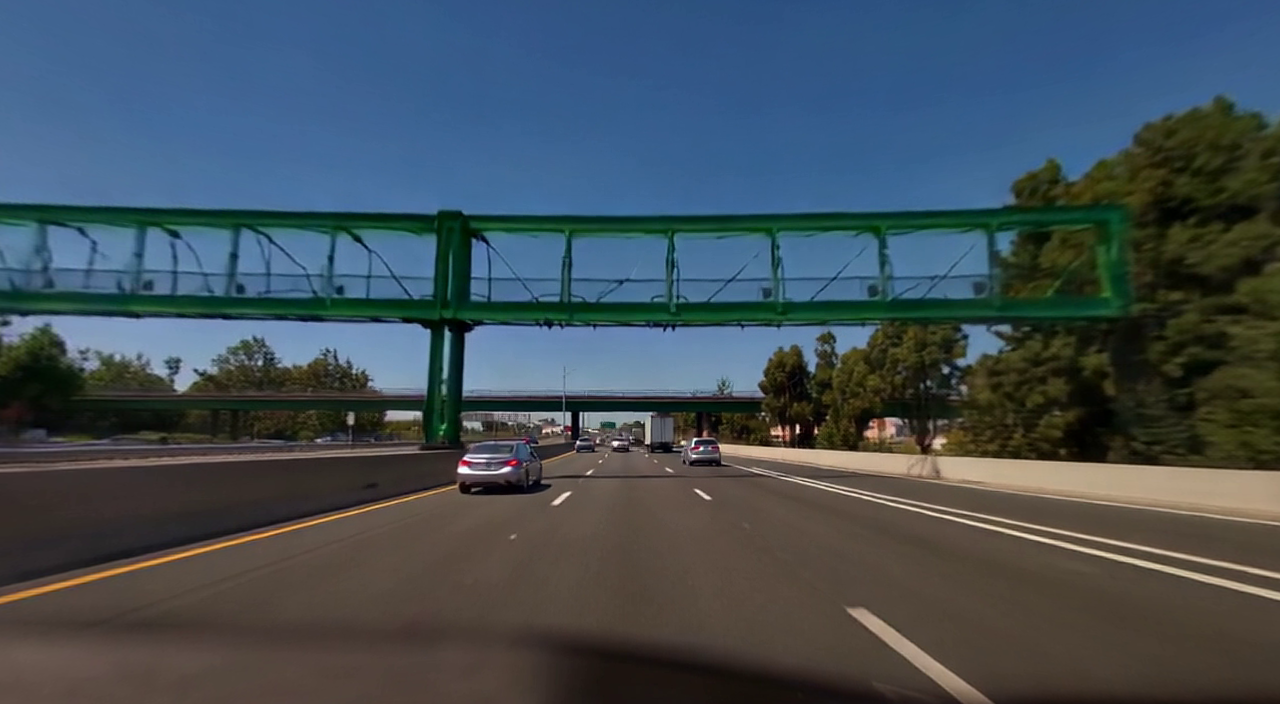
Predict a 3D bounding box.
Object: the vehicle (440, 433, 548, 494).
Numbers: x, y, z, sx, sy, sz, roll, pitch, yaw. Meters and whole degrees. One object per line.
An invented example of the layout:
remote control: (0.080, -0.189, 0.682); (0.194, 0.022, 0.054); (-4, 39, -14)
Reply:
vehicle: (-3.955, 3.103, 17.898); (2.064, 1.479, 4.370); (0, -8, 0)

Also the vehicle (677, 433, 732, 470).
vehicle: (3.022, 4.744, 30.319); (2.001, 1.625, 4.088); (0, -8, -3)
